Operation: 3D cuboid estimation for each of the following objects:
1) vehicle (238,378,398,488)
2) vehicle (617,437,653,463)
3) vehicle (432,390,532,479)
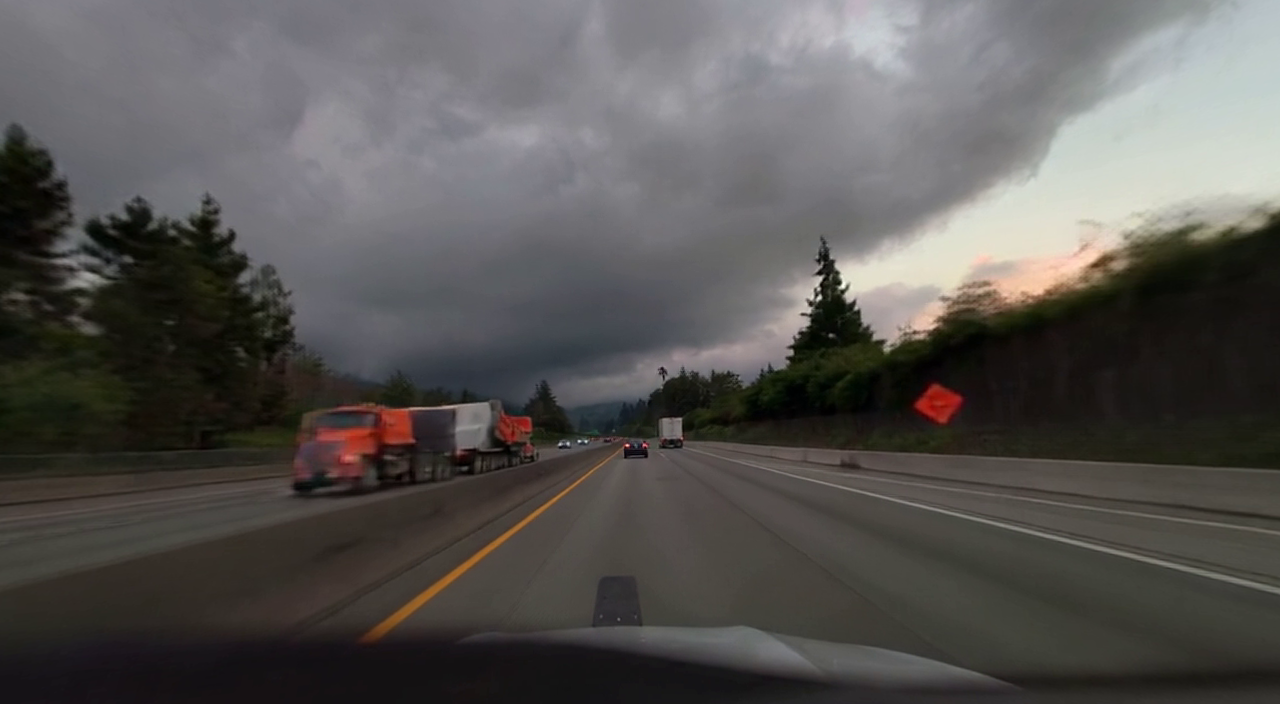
[{"bbox_3d":[-12.611,3.299,25.372,3.118,3.891,6.047,-1,-8,1],"label":"vehicle"},{"bbox_3d":[-0.337,5.789,37.234,2.004,1.472,4.075,0,-8,-1],"label":"vehicle"},{"bbox_3d":[-8.403,4.636,34.976,3.129,4.014,10.246,-4,-8,-2],"label":"vehicle"}]
